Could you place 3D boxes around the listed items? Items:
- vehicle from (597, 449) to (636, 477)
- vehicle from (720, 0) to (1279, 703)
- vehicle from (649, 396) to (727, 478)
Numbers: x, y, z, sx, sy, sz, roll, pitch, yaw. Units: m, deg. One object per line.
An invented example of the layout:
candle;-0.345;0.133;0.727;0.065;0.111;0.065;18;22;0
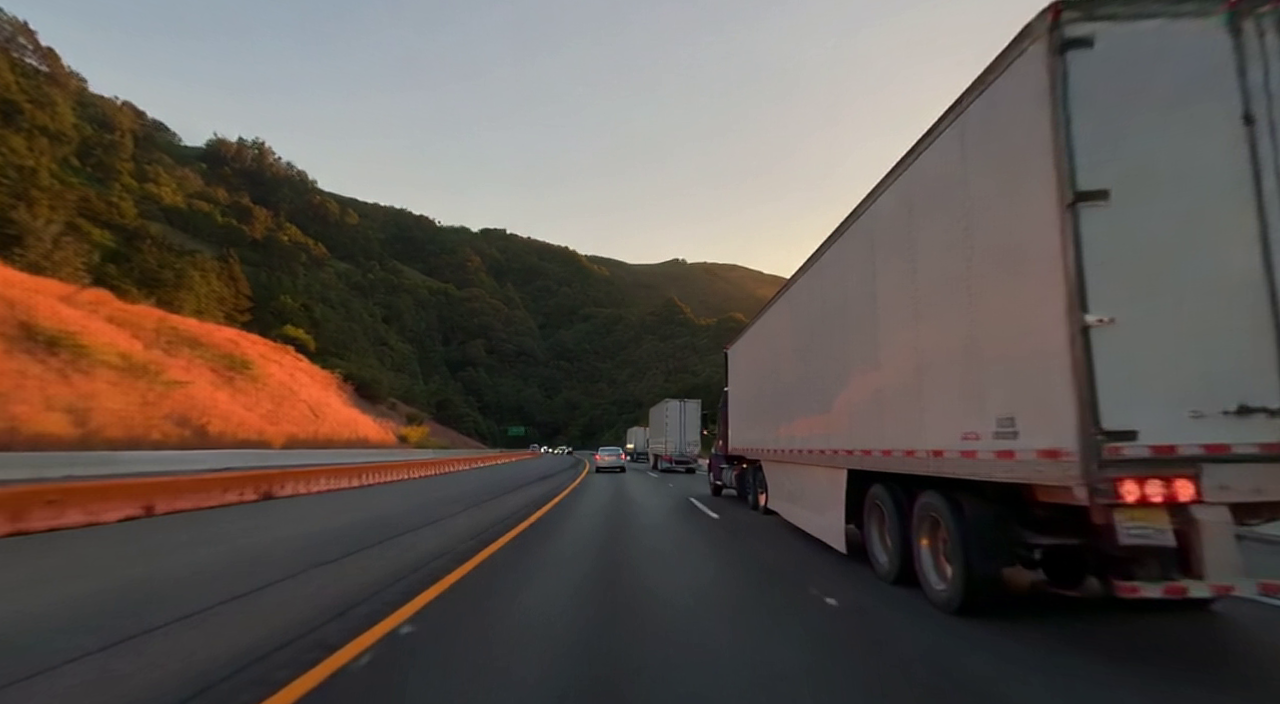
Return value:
vehicle;-1.290;5.993;34.213;2.029;1.437;3.794;0;-9;-3
vehicle;3.922;0.938;10.705;2.911;4.099;14.578;0;-9;-1
vehicle;2.486;5.355;38.612;2.826;4.050;13.845;0;-9;-4
